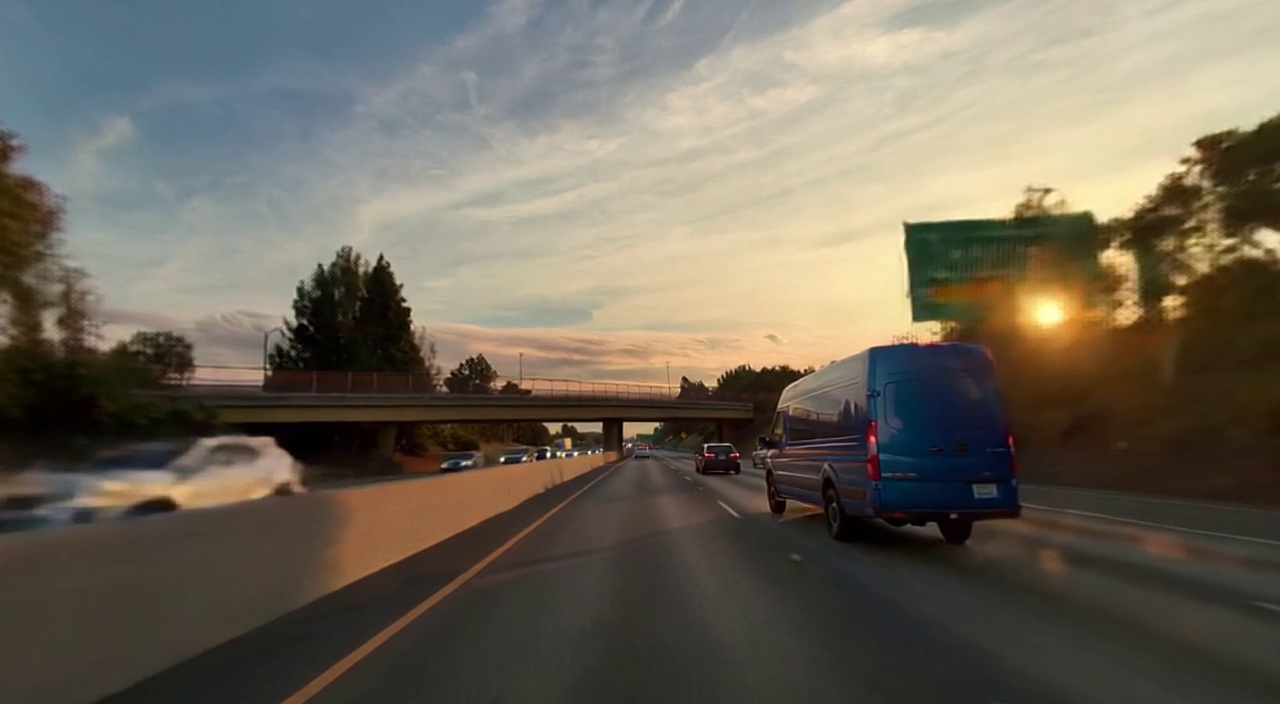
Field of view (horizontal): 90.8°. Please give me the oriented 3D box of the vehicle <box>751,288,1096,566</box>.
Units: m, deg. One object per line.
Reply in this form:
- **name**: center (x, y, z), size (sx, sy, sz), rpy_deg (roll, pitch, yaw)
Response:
- **vehicle**: center (3.776, 1.334, 10.616), size (2.460, 3.155, 6.902), rpy_deg (0, -9, -1)

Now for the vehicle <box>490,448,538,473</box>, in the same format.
- **vehicle**: center (-7.641, 6.601, 38.623), size (1.947, 1.385, 4.291), rpy_deg (0, -9, 1)

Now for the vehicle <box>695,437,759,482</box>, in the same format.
- **vehicle**: center (3.565, 4.507, 26.583), size (2.009, 1.731, 4.149), rpy_deg (0, -9, -1)

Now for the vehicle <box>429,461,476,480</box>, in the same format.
- **vehicle**: center (-11.442, 7.239, 38.845), size (1.563, 1.002, 4.410), rpy_deg (0, -9, 0)

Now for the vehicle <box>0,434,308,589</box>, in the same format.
- **vehicle**: center (-8.013, 2.351, 10.428), size (1.909, 1.821, 5.661), rpy_deg (0, -9, 0)
